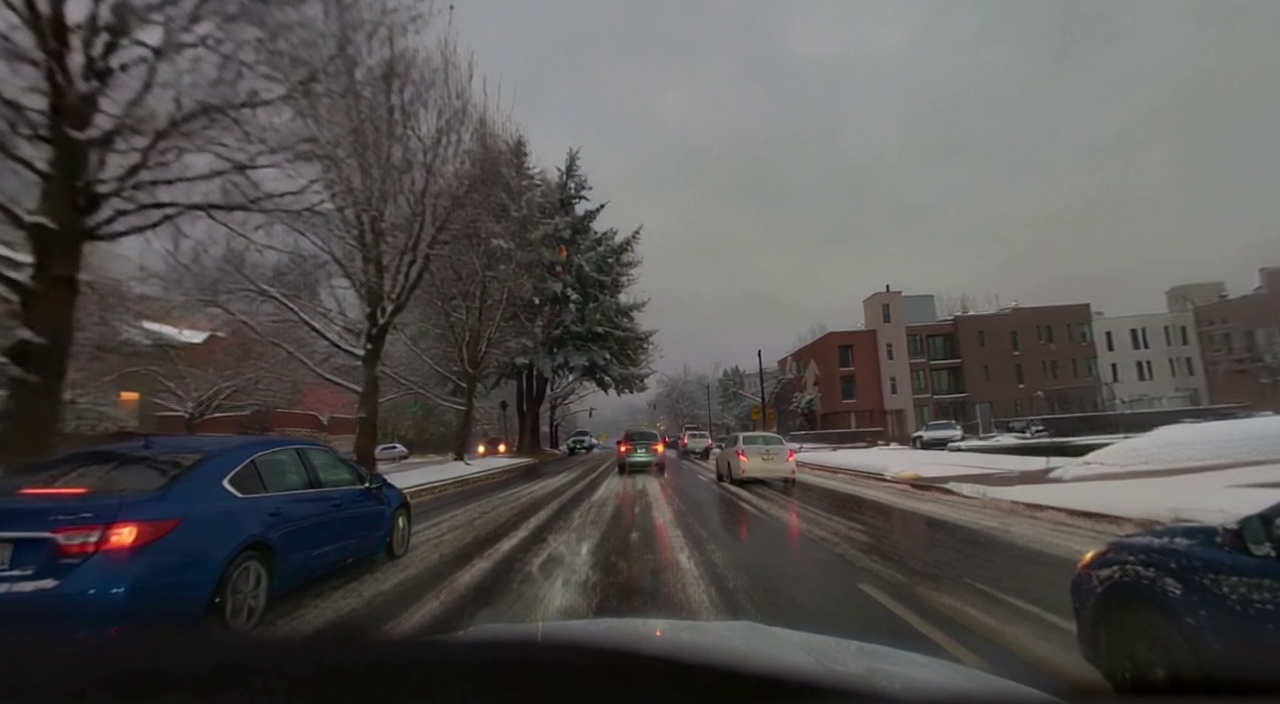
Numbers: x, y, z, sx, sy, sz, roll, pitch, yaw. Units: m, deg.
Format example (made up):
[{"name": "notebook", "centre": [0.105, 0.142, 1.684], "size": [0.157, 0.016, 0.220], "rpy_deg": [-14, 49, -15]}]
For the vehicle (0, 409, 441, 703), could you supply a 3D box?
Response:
[{"name": "vehicle", "centre": [-3.514, 1.368, 5.457], "size": [1.997, 1.479, 4.547], "rpy_deg": [0, -8, 1]}]

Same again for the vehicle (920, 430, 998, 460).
[{"name": "vehicle", "centre": [17.718, 5.248, 35.094], "size": [1.767, 1.400, 4.107], "rpy_deg": [-3, -10, -7]}]

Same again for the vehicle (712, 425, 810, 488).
[{"name": "vehicle", "centre": [3.527, 3.148, 19.187], "size": [2.019, 1.675, 4.488], "rpy_deg": [0, -8, -1]}]

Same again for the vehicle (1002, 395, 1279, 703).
[{"name": "vehicle", "centre": [3.394, 0.826, 1.791], "size": [2.060, 1.474, 4.475], "rpy_deg": [0, -8, 0]}]

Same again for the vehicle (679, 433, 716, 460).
[{"name": "vehicle", "centre": [3.835, 6.399, 42.506], "size": [2.067, 1.687, 4.163], "rpy_deg": [0, -8, -1]}]

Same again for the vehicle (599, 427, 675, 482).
[{"name": "vehicle", "centre": [-0.098, 3.420, 21.199], "size": [2.293, 1.662, 4.262], "rpy_deg": [0, -8, -1]}]

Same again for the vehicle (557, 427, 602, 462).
[{"name": "vehicle", "centre": [-3.710, 5.835, 39.476], "size": [2.246, 2.062, 5.123], "rpy_deg": [0, -8, 1]}]
